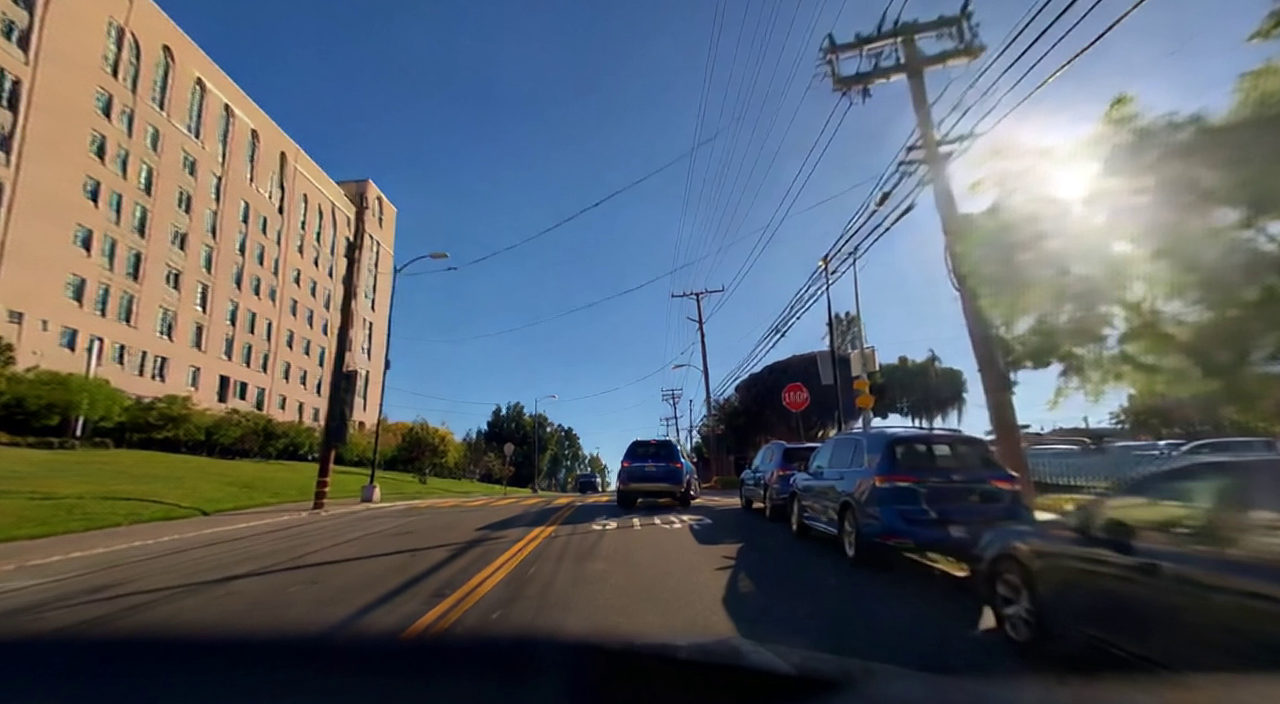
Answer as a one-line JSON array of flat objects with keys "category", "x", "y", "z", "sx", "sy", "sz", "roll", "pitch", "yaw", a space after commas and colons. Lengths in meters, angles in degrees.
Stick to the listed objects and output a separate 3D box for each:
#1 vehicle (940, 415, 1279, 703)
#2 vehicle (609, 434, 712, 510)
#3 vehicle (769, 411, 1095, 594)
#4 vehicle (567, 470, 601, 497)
[{"category": "vehicle", "x": 3.401, "y": 1.065, "z": 2.980, "sx": 1.828, "sy": 1.476, "sz": 3.984, "roll": 0, "pitch": -8, "yaw": -3}, {"category": "vehicle", "x": 0.738, "y": 3.243, "z": 17.644, "sx": 2.214, "sy": 1.789, "sz": 4.872, "roll": -2, "pitch": -9, "yaw": 10}, {"category": "vehicle", "x": 3.262, "y": 1.764, "z": 8.330, "sx": 2.039, "sy": 1.731, "sz": 4.428, "roll": 0, "pitch": -8, "yaw": -2}, {"category": "vehicle", "x": -3.646, "y": 8.633, "z": 41.691, "sx": 1.911, "sy": 1.563, "sz": 4.057, "roll": 0, "pitch": -8, "yaw": 0}]
